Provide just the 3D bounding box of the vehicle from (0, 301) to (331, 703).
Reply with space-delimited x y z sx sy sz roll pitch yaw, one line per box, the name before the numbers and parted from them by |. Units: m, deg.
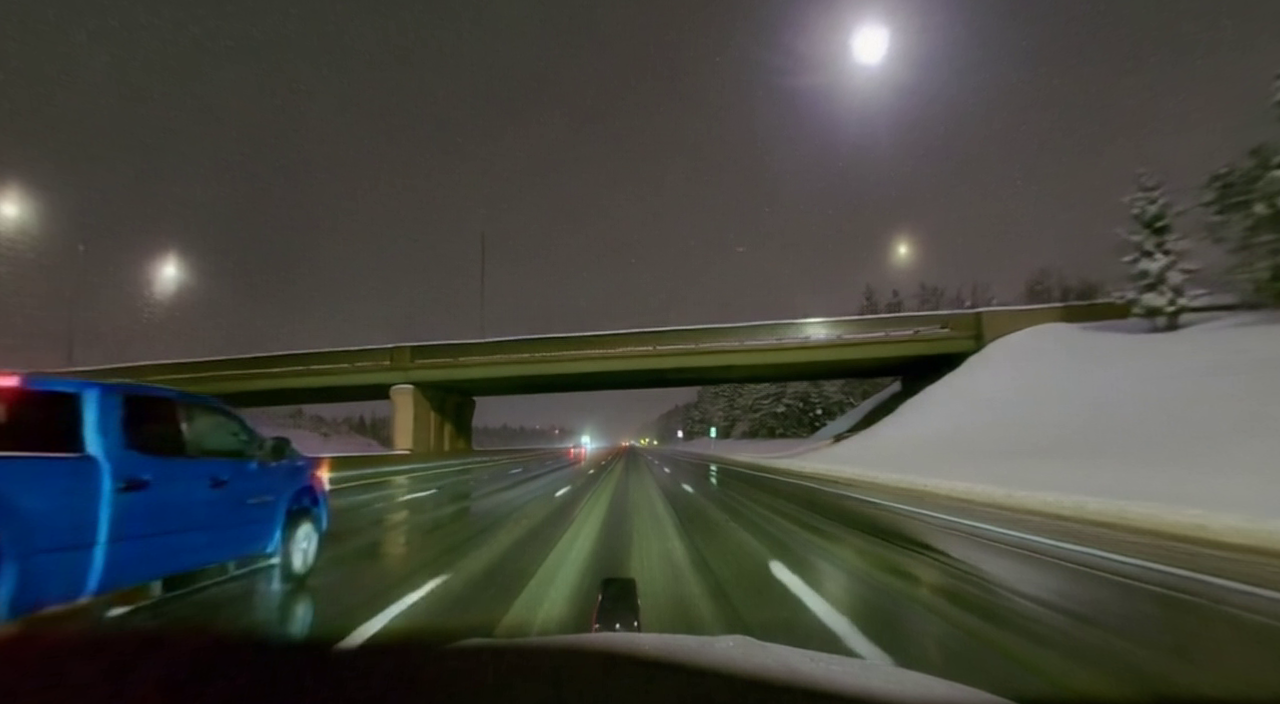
vehicle | -4.282 0.790 3.096 2.529 2.003 5.904 0 -8 0
